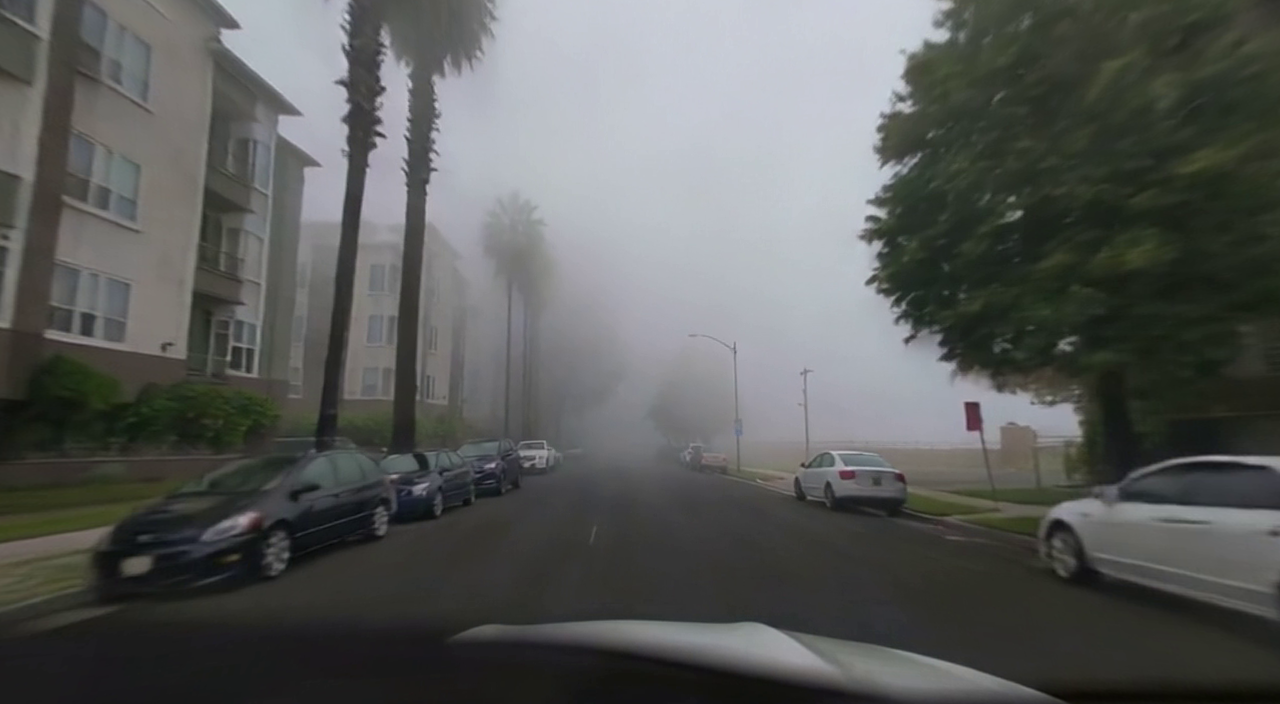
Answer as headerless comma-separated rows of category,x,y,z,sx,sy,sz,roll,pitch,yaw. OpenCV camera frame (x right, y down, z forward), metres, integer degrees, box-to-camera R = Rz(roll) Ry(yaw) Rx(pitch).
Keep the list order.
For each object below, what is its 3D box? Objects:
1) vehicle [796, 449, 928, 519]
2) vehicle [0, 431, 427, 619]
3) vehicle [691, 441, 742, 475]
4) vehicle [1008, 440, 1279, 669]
vehicle,5.268,3.139,15.537,1.812,1.461,3.575,0,-8,-2
vehicle,-4.486,1.817,7.737,2.066,1.506,4.719,1,-9,0
vehicle,4.285,6.022,36.076,1.969,1.782,4.677,1,-8,-4
vehicle,5.472,1.524,5.216,2.121,1.568,4.473,0,-8,-1
